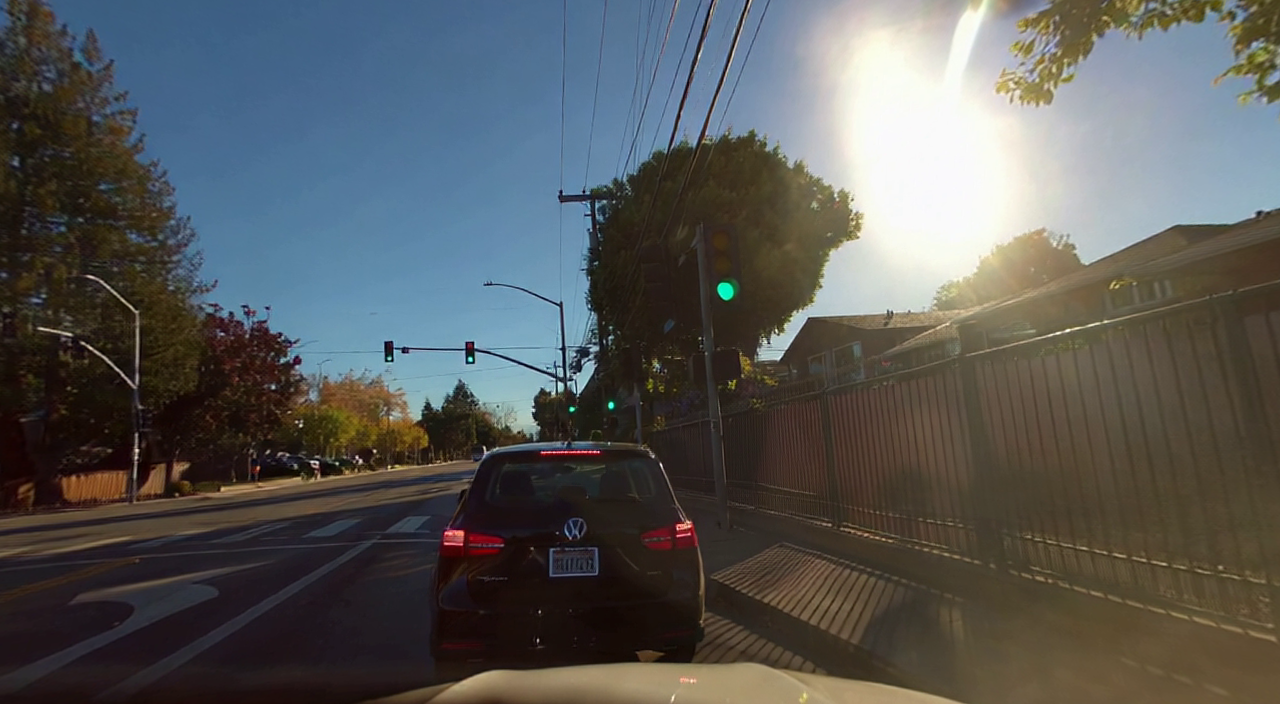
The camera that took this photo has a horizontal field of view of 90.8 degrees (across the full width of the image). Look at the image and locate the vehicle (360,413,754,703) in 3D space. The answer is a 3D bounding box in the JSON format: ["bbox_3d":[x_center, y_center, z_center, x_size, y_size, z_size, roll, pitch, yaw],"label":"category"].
[{"bbox_3d":[-0.680,1.352,5.181,2.024,1.502,3.702,1,-9,-9],"label":"vehicle"}]
